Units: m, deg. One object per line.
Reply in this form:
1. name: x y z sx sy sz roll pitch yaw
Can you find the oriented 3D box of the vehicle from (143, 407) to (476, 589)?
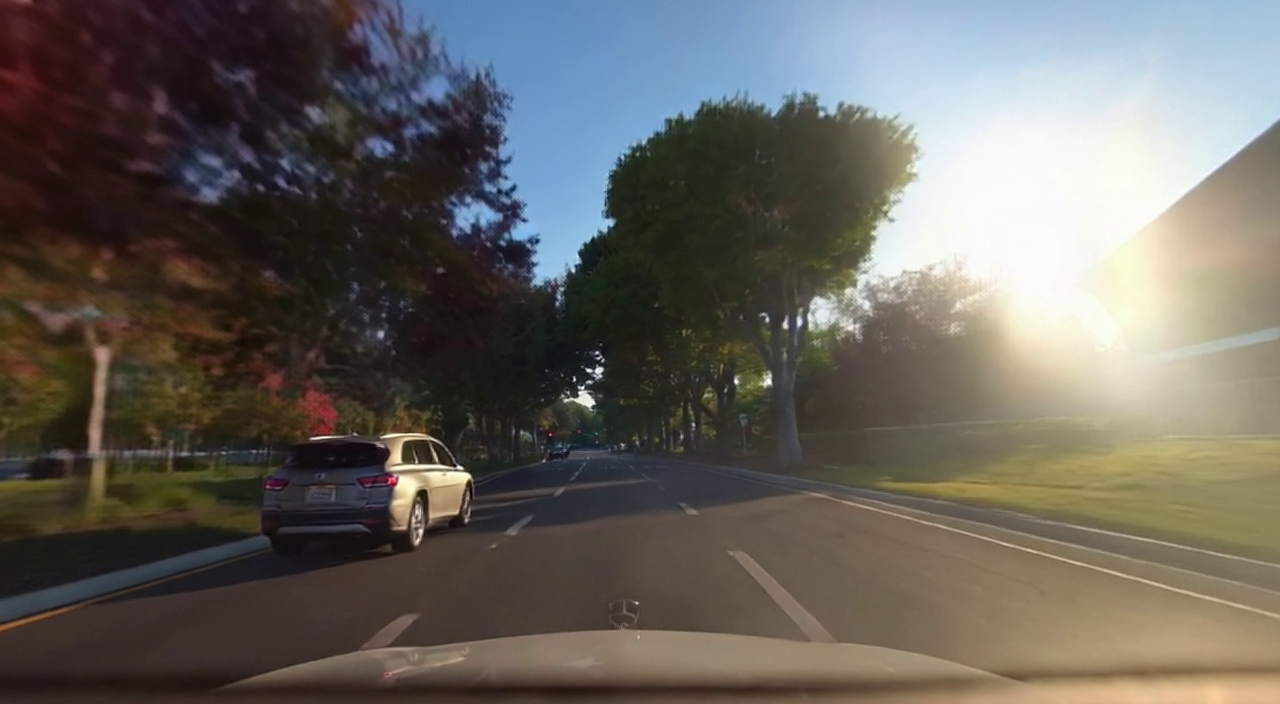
1. vehicle: -3.742 1.724 8.377 2.067 1.700 4.561 0 -8 -2
